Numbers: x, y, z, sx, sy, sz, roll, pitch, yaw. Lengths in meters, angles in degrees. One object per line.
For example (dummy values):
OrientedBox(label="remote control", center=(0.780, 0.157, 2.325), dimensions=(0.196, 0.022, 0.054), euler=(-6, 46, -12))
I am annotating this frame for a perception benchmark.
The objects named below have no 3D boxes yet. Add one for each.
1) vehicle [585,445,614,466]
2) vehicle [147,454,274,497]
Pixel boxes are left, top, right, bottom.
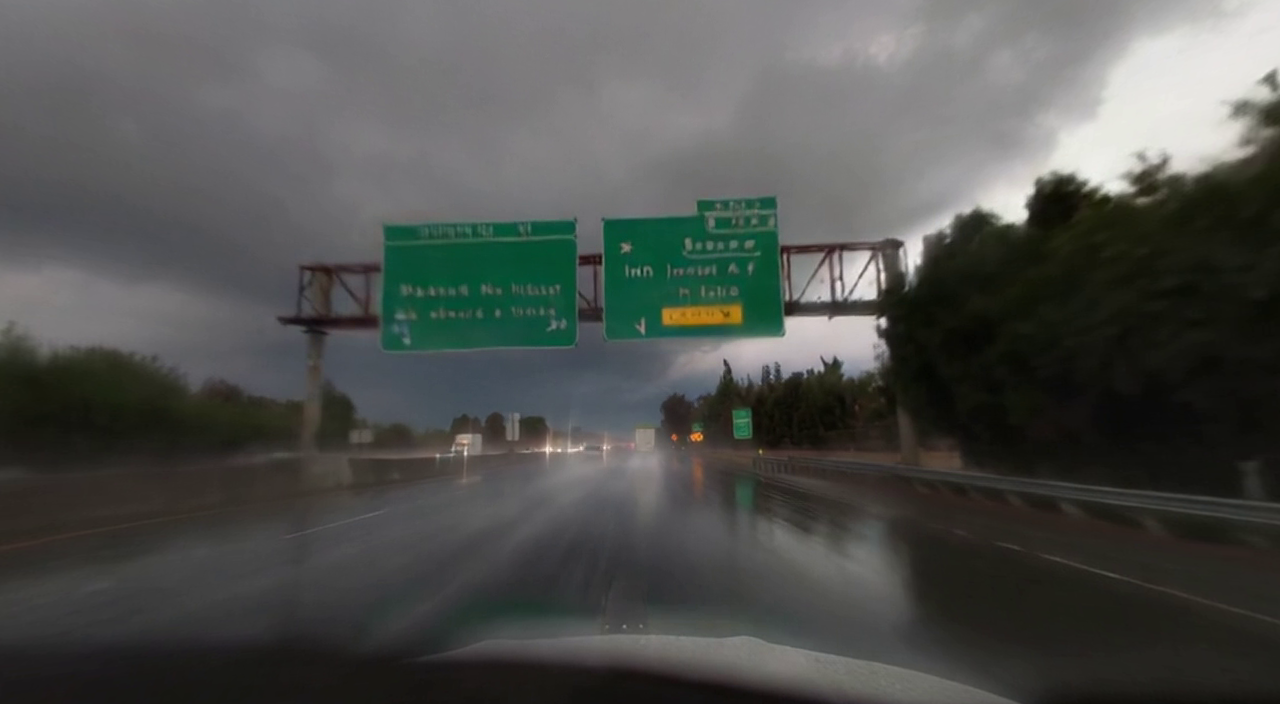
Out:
OrientedBox(label="vehicle", center=(-3.174, 8.114, 49.492), dimensions=(1.996, 1.521, 3.912), euler=(0, -8, 0))
OrientedBox(label="vehicle", center=(-15.794, 4.530, 23.431), dimensions=(2.145, 1.385, 3.598), euler=(0, -8, 1))
